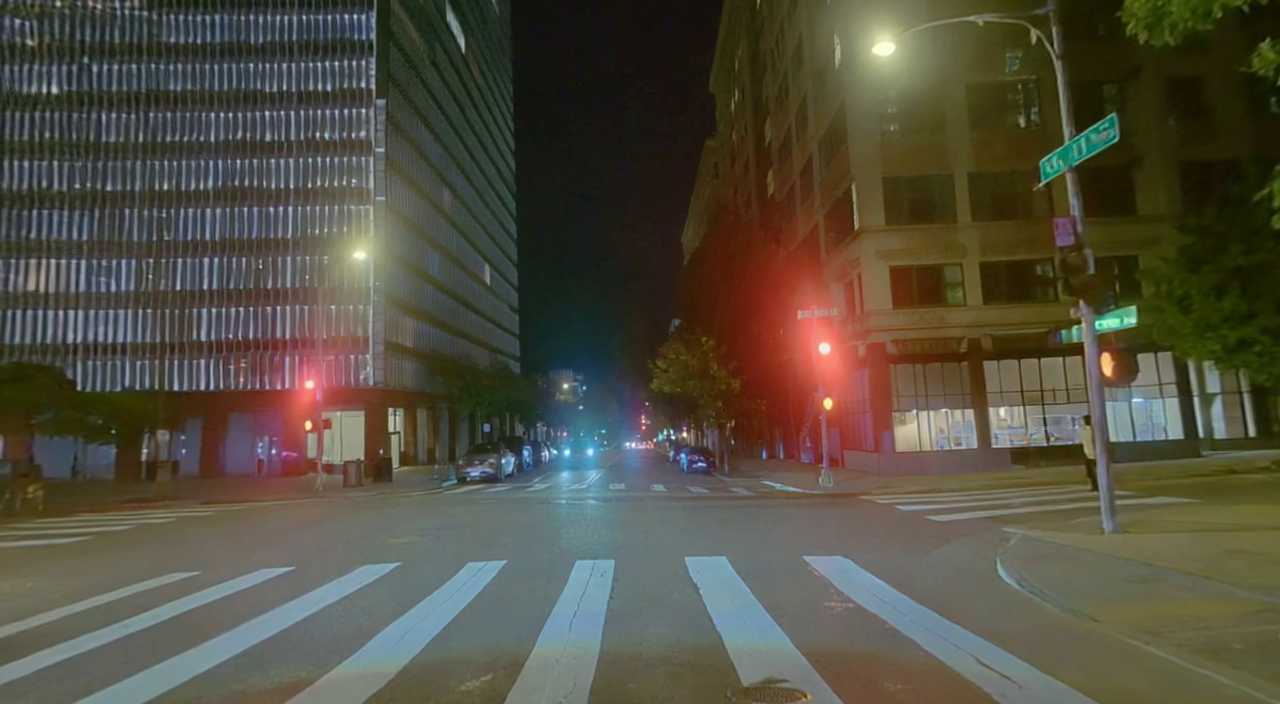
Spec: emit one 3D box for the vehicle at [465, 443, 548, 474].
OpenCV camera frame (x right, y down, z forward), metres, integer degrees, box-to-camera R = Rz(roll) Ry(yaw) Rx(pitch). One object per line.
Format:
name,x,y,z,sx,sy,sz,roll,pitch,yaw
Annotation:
vehicle,-8.000,6.350,38.022,4.526,1.726,1.963,8,-12,-44

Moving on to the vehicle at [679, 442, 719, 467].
vehicle,3.566,6.273,38.867,1.853,1.426,4.160,1,-8,-3

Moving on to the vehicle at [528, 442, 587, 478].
vehicle,-3.648,4.841,28.655,1.989,1.481,4.500,0,-8,1
